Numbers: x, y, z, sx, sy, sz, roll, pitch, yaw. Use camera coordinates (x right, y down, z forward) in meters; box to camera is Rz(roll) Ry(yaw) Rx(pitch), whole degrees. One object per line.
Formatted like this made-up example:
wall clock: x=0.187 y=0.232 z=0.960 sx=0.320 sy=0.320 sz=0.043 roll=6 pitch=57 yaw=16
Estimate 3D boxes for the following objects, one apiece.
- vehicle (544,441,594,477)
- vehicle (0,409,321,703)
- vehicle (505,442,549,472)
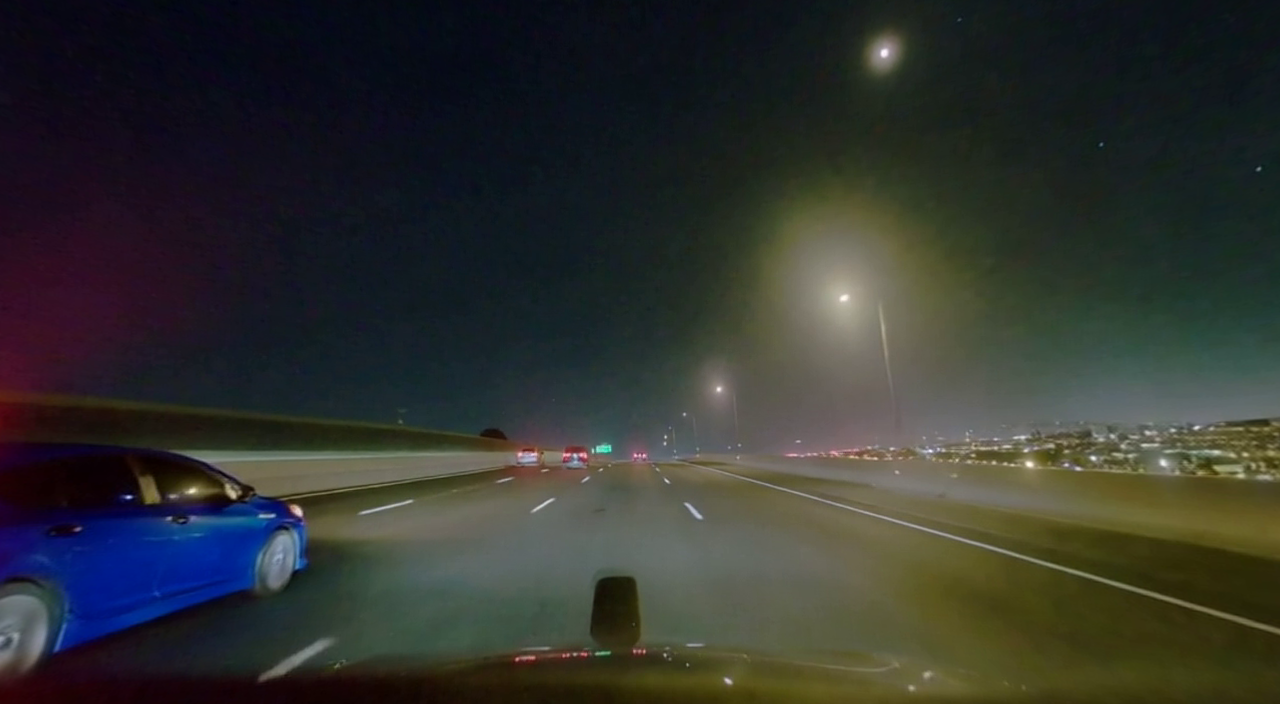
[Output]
vehicle: x=-3.559 y=5.462 z=32.455 sx=2.075 sy=1.702 sz=4.257 roll=0 pitch=-9 yaw=0
vehicle: x=-3.875 y=1.070 z=3.215 sx=2.114 sy=1.480 sz=4.473 roll=0 pitch=-9 yaw=1
vehicle: x=-7.425 y=6.946 z=41.958 sx=2.040 sy=1.824 sz=4.917 roll=0 pitch=-9 yaw=0
